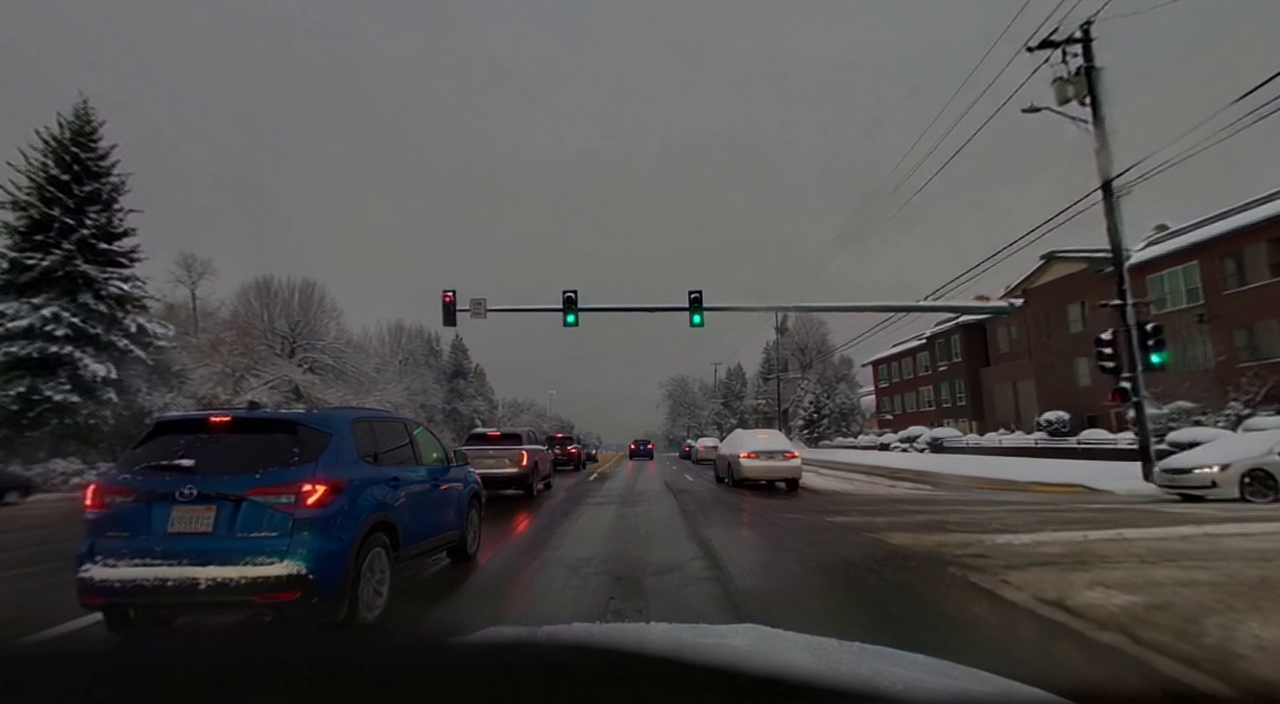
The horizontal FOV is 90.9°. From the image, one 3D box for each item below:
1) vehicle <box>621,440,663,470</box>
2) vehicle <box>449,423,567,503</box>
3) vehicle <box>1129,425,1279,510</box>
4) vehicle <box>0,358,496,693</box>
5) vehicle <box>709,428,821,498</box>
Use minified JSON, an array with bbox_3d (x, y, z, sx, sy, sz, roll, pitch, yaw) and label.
[{"bbox_3d":[0.115,5.613,34.516,2.185,1.515,4.215,0,-8,0],"label":"vehicle"},{"bbox_3d":[-3.145,2.748,15.972,1.958,1.744,4.315,0,-8,1],"label":"vehicle"},{"bbox_3d":[12.807,2.298,12.690,4.119,1.574,2.028,-3,-9,19],"label":"vehicle"},{"bbox_3d":[-2.903,1.225,5.548,2.127,1.754,4.287,0,-8,2],"label":"vehicle"},{"bbox_3d":[3.383,3.116,18.069,2.201,1.734,4.564,0,-8,-1],"label":"vehicle"}]
